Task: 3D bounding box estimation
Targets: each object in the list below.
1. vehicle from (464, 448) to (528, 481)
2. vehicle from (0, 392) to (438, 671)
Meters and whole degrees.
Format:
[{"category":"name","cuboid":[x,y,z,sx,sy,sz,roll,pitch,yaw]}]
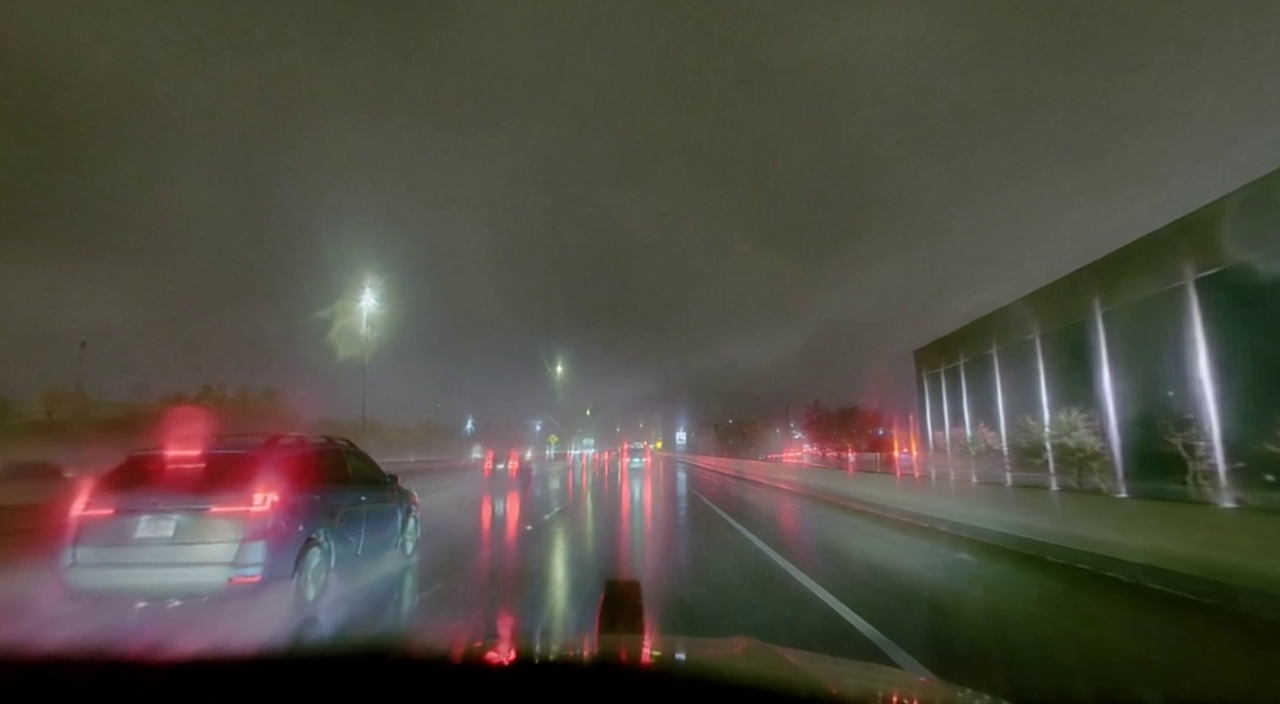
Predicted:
[{"category":"vehicle","cuboid":[-7.154,5.622,31.805,1.998,1.542,4.953,0,-9,1]},{"category":"vehicle","cuboid":[-3.825,1.464,6.264,2.059,1.725,4.521,0,-9,1]}]
